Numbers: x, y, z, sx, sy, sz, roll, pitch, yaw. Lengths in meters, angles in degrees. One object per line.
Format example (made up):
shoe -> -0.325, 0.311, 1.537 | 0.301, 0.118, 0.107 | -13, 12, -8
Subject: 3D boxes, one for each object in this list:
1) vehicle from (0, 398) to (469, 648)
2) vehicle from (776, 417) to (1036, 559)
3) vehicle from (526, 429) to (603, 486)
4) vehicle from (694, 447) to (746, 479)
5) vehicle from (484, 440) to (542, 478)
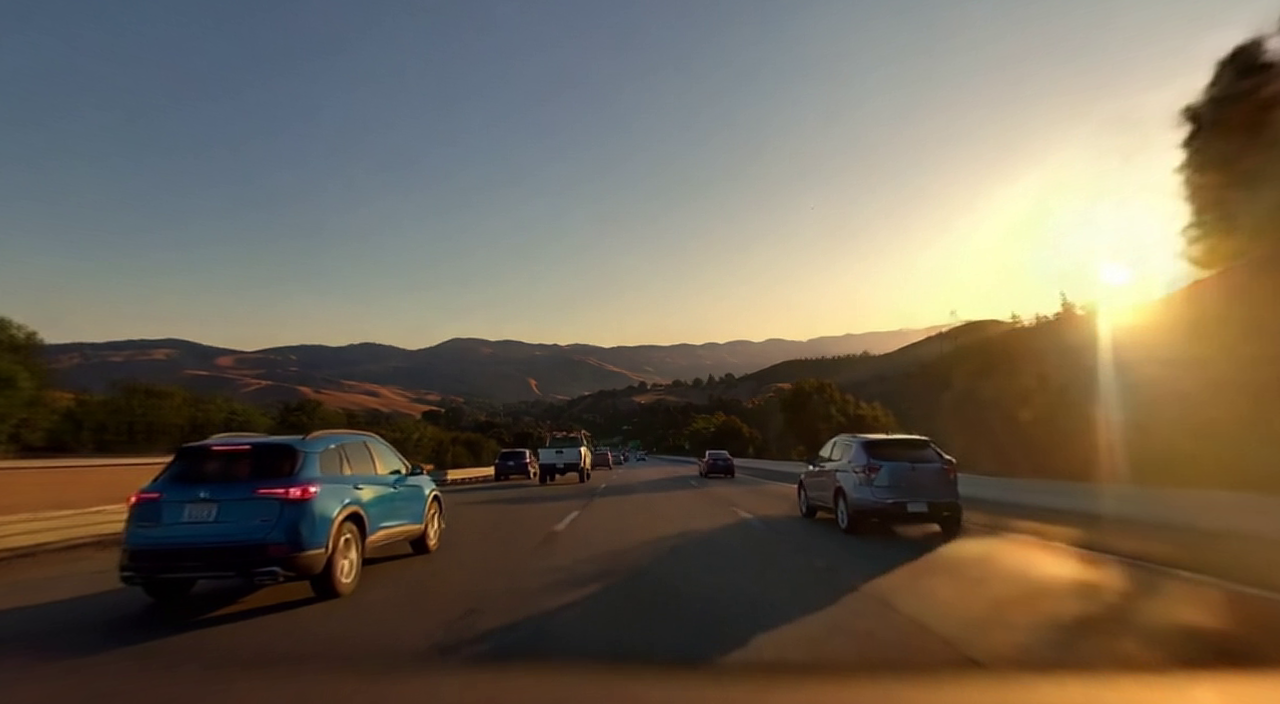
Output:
vehicle -> -3.441, 1.506, 6.536 | 2.080, 1.716, 4.207 | 0, -9, 1
vehicle -> 3.732, 2.008, 10.009 | 2.066, 1.696, 4.604 | 0, -9, -1
vehicle -> -2.999, 4.412, 26.561 | 2.494, 2.136, 5.539 | 0, -9, 1
vehicle -> 4.173, 5.879, 33.619 | 2.071, 1.570, 4.637 | 0, -9, -1
vehicle -> -6.897, 5.857, 34.722 | 2.149, 1.922, 4.976 | 0, -9, 0
